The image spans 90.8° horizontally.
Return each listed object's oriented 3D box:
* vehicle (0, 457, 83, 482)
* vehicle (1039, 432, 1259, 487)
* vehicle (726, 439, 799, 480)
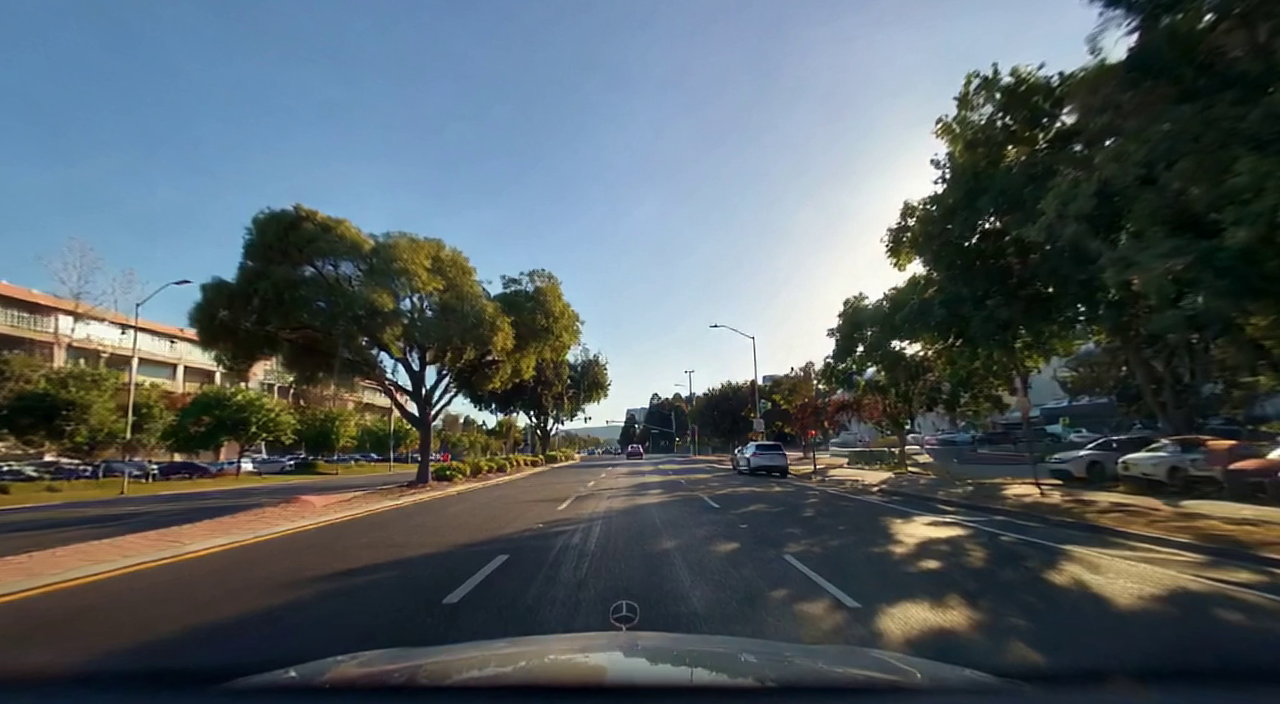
[{"bbox_3d":[-44.786,8.712,46.891,1.878,1.527,4.758,-6,-8,22],"label":"vehicle"},{"bbox_3d":[15.270,3.241,19.188,4.859,1.563,1.952,0,-8,2],"label":"vehicle"},{"bbox_3d":[5.737,5.095,30.292,2.295,1.804,4.971,0,-8,-3],"label":"vehicle"}]
